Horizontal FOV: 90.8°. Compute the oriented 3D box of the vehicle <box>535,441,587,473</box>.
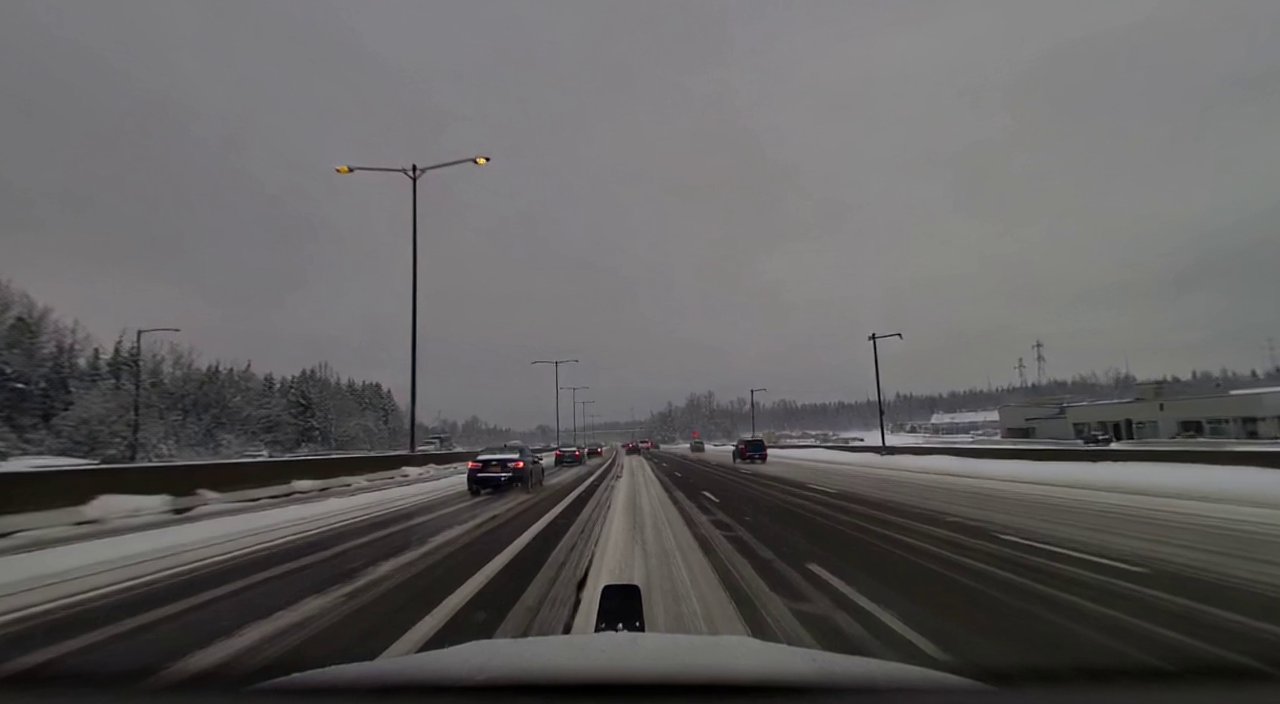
[{"bbox_3d":[-3.972,5.386,32.571,2.047,1.469,4.614,0,-9,0],"label":"vehicle"}]

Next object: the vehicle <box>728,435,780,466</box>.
[{"bbox_3d":[6.876,6.033,38.634,2.147,1.769,4.666,0,-9,-2],"label":"vehicle"}]

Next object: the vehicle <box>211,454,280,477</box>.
[{"bbox_3d":[-28.081,8.108,45.184,1.974,1.502,4.522,0,-9,1],"label":"vehicle"}]

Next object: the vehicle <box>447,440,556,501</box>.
[{"bbox_3d":[-3.582,3.141,17.207,1.959,1.433,4.291,0,-9,0],"label":"vehicle"}]
